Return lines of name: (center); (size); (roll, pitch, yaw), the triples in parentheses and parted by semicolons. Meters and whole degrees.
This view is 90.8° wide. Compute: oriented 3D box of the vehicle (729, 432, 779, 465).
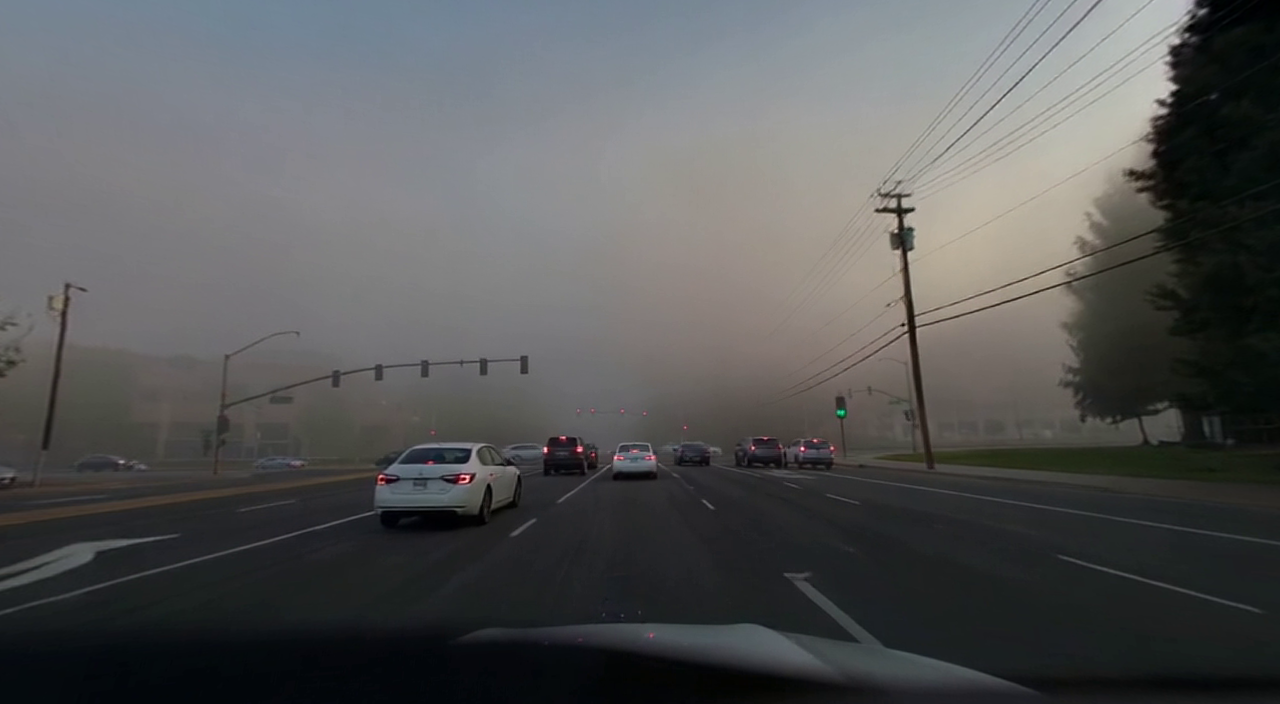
vehicle: (7.302, 6.248, 41.011); (2.156, 1.982, 5.358); (0, -8, -1)

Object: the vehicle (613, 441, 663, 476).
vehicle: (-0.082, 4.749, 28.392); (2.098, 1.431, 3.958); (0, -8, 0)

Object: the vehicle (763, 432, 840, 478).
vehicle: (6.496, 4.208, 25.919); (1.945, 1.706, 4.190); (0, -8, -2)

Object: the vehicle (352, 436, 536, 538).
vehicle: (-3.216, 2.290, 11.387); (1.837, 1.463, 4.311); (0, -8, 1)

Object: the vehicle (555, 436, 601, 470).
vehicle: (-3.366, 5.566, 34.938); (2.033, 1.714, 4.278); (0, -8, 1)

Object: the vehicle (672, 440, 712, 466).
vehicle: (3.166, 6.278, 39.595); (1.987, 1.515, 4.521); (0, -8, -2)
